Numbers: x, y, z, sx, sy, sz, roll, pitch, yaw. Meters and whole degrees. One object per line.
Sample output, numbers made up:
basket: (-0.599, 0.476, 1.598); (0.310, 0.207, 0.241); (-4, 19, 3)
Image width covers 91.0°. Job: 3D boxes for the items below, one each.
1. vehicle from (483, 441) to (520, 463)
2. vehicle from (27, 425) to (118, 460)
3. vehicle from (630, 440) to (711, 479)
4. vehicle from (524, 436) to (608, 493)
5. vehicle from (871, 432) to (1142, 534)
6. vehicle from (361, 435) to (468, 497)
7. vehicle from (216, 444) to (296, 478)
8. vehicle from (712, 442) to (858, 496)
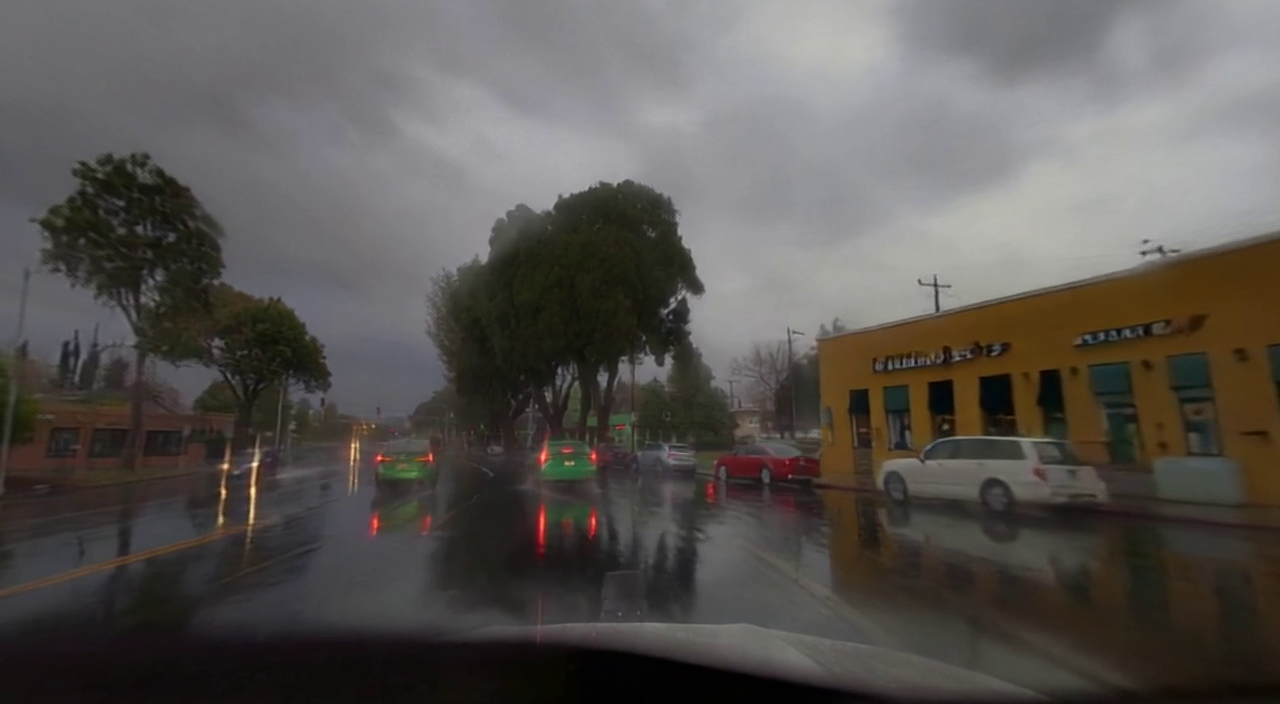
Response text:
vehicle: (-9.568, 6.858, 43.239); (1.920, 1.416, 4.310); (3, -9, -20)
vehicle: (-40.519, 6.519, 45.167); (2.430, 2.266, 6.029); (5, -10, -18)
vehicle: (1.218, 4.634, 27.414); (1.905, 1.537, 4.276); (3, -9, -21)
vehicle: (-2.350, 3.321, 19.029); (2.001, 1.483, 4.442); (2, -9, -13)
vehicle: (6.614, 2.353, 12.001); (1.952, 1.547, 4.091); (3, -9, -19)
vehicle: (-6.110, 3.116, 17.711); (2.105, 1.477, 4.857); (2, -9, -11)
vehicle: (-17.901, 5.064, 29.577); (2.000, 1.477, 4.346); (2, -9, -15)
vehicle: (4.329, 3.572, 19.791); (2.038, 1.446, 4.896); (3, -9, -21)
